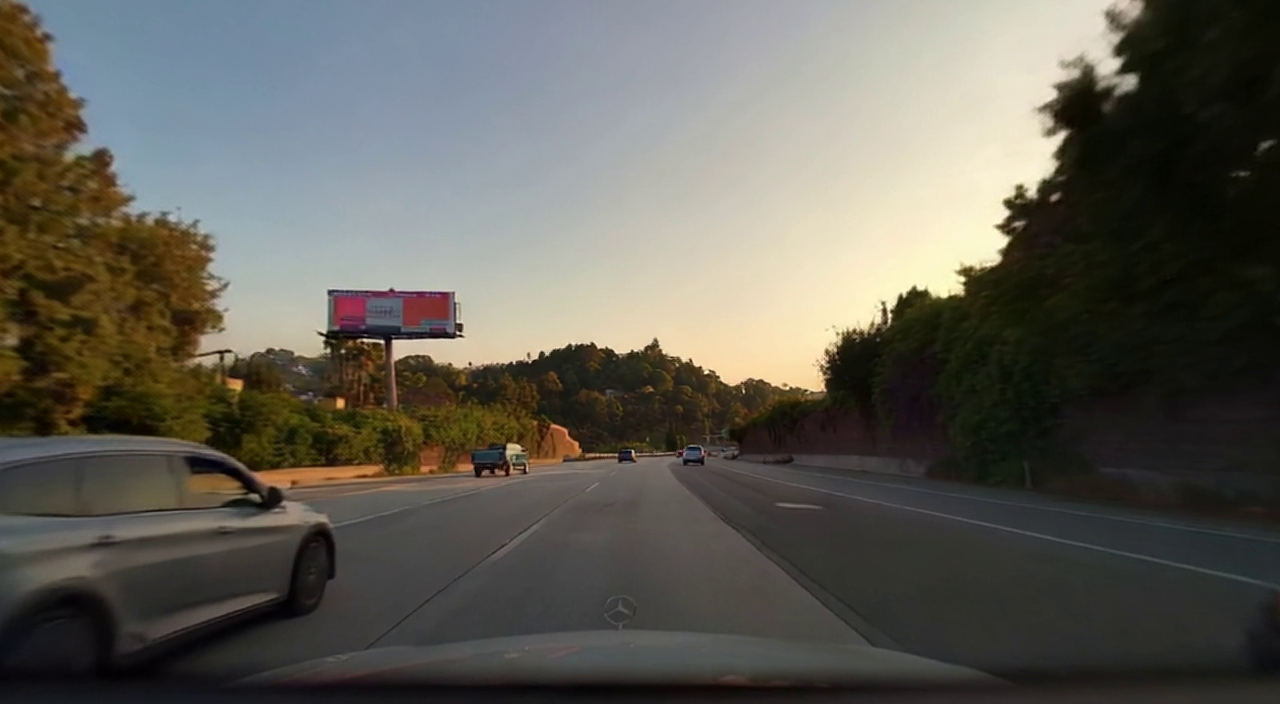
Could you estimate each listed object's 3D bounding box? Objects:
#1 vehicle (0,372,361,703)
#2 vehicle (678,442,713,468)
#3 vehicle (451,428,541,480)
[{"bbox_3d":[-3.200,0.870,2.432,2.192,1.482,4.454,0,-9,0],"label":"vehicle"},{"bbox_3d":[4.031,7.567,46.675,2.211,1.814,4.404,0,-9,0],"label":"vehicle"},{"bbox_3d":[-6.167,4.487,27.982,2.383,2.048,5.875,0,-9,2],"label":"vehicle"}]
